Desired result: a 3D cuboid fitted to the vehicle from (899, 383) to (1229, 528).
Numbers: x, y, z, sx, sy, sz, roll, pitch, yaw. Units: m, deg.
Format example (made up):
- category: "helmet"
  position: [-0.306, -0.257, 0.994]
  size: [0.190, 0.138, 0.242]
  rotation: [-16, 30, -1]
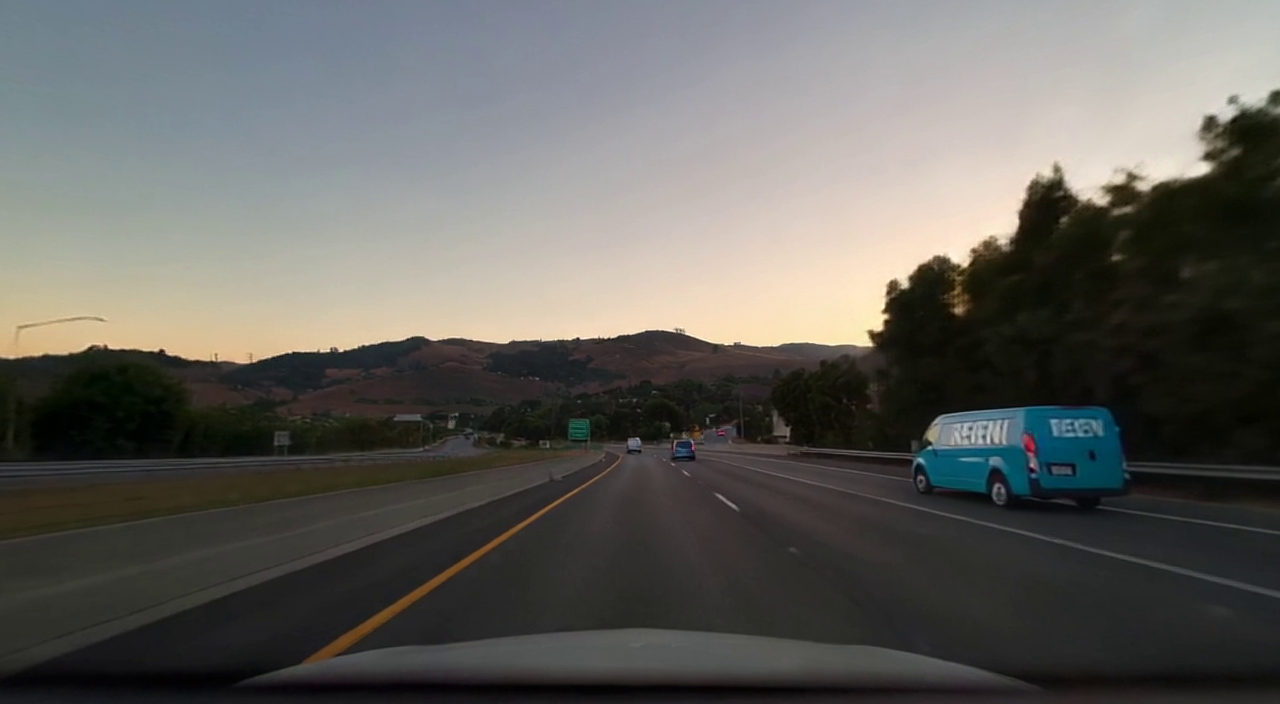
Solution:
- category: "vehicle"
  position: [7.179, 1.873, 11.809]
  size: [2.275, 2.059, 5.543]
  rotation: [0, -8, 0]
